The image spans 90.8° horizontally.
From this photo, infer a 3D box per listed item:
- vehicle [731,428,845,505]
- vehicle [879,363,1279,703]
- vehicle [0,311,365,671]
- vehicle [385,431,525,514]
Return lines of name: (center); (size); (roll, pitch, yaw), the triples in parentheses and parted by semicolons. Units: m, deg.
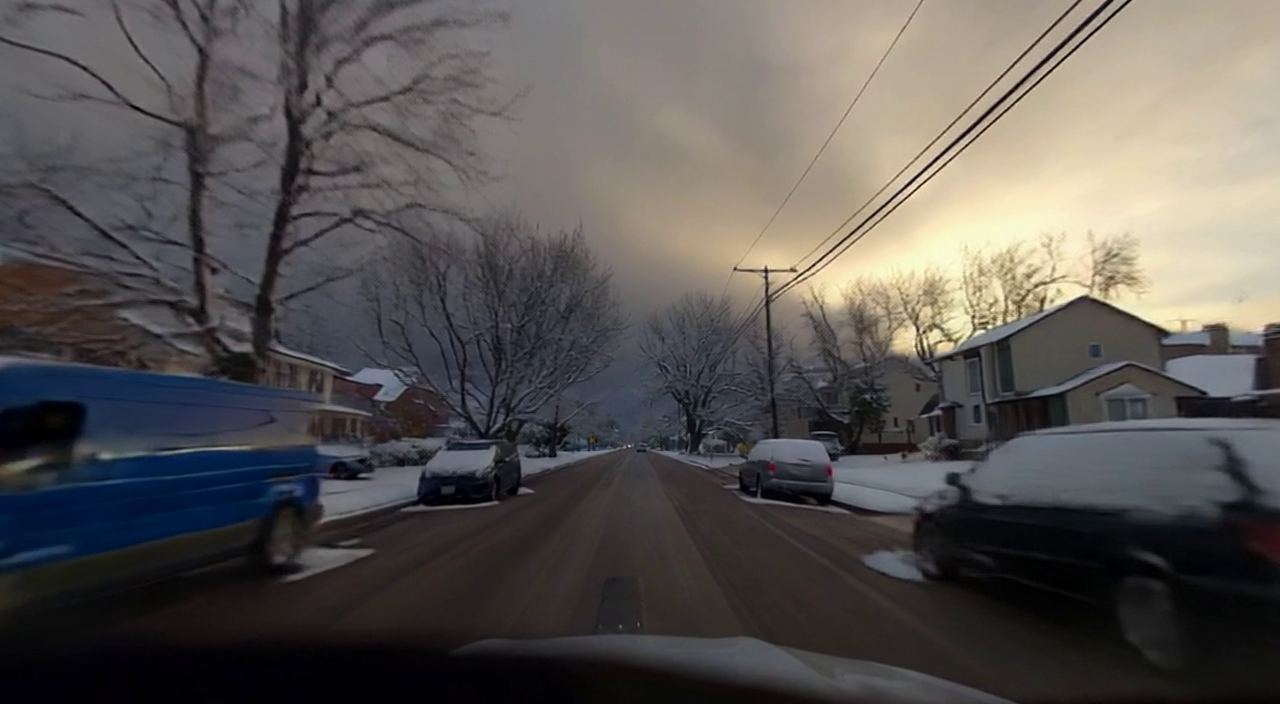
vehicle: (3.935, 3.140, 17.713); (2.173, 1.806, 4.701); (1, -9, 1)
vehicle: (4.124, 1.284, 5.004); (2.152, 1.810, 5.846); (1, -9, 0)
vehicle: (-4.622, 1.018, 5.316); (2.087, 1.993, 5.635); (0, -8, 0)
vehicle: (-4.353, 2.903, 15.654); (2.157, 1.736, 4.104); (-1, -9, 1)
